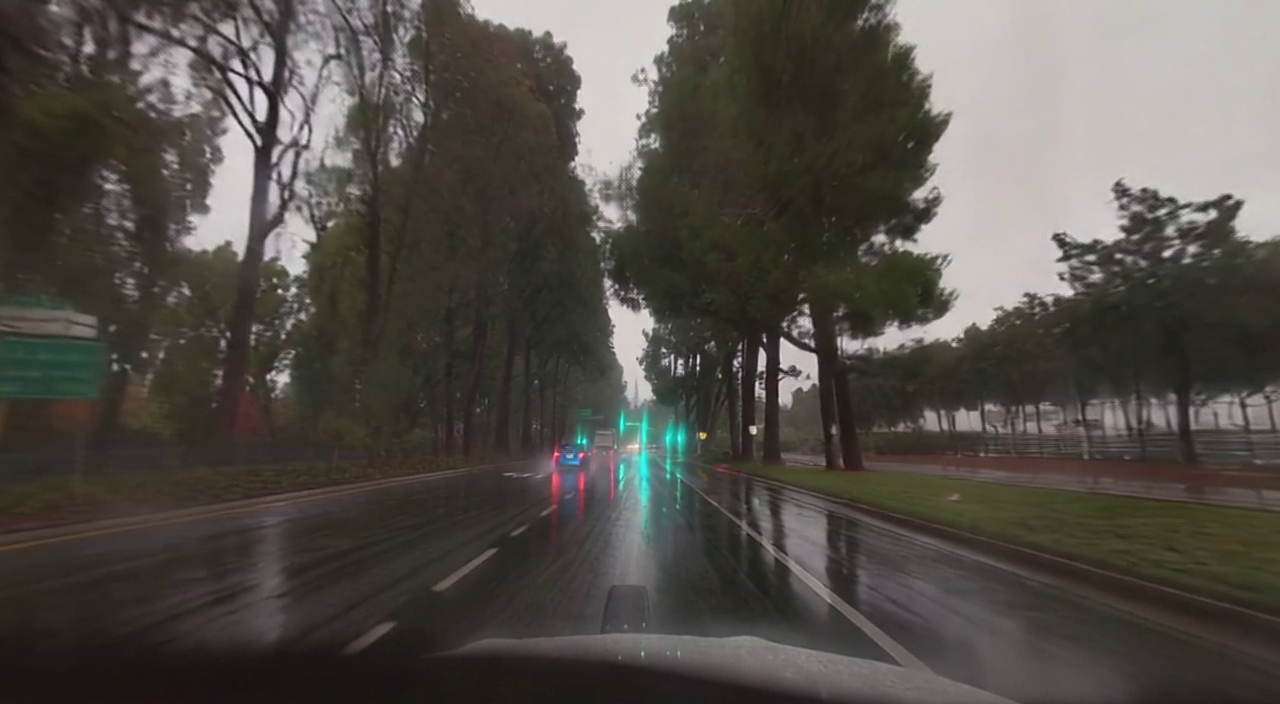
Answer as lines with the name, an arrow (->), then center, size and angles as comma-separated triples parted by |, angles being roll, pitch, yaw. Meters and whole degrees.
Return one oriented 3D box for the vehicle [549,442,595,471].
vehicle -> -3.747, 5.839, 35.428 | 2.005, 1.462, 4.345 | 0, -8, 1
